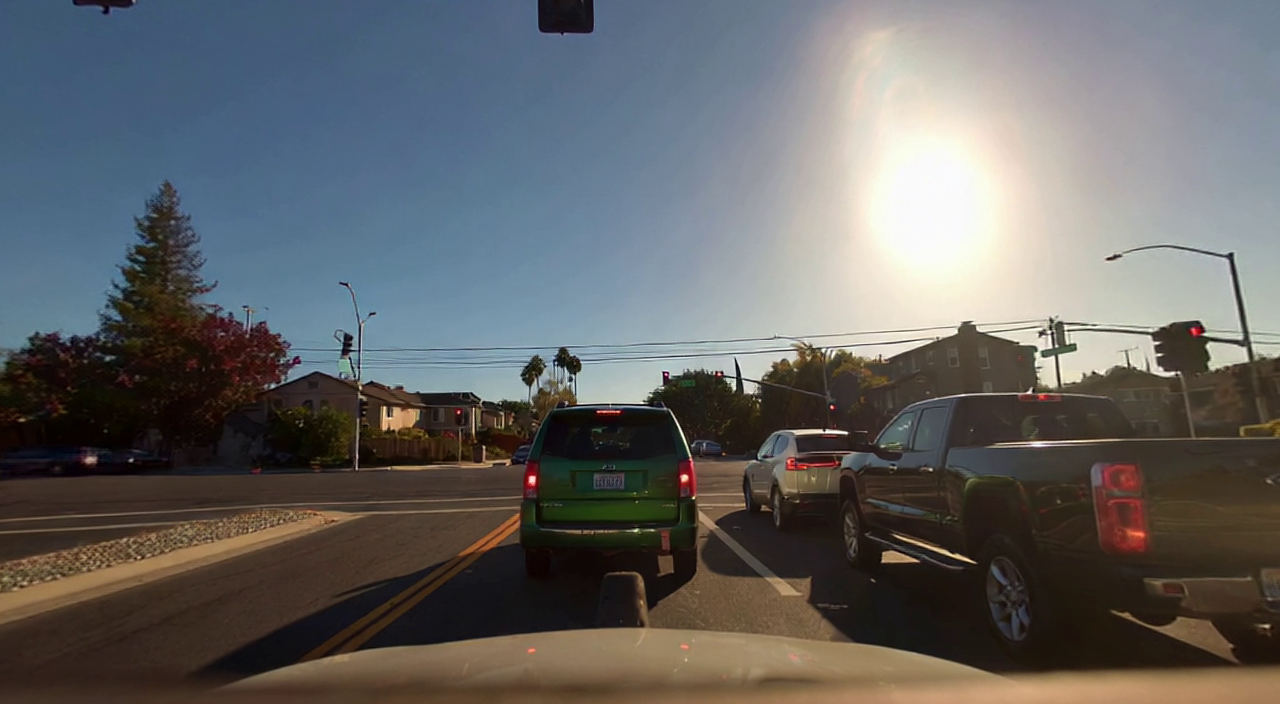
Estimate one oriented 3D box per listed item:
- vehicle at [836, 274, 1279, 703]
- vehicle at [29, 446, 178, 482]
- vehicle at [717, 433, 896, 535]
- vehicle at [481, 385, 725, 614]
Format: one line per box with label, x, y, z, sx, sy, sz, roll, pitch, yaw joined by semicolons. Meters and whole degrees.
vehicle;2.988;0.945;3.858;1.886;1.849;5.070;0;-8;-1
vehicle;-22.864;4.783;27.089;4.533;1.350;1.714;0;-8;-9
vehicle;2.725;2.264;11.530;1.952;1.465;4.421;0;-8;-1
vehicle;-0.226;1.403;6.736;1.915;1.780;3.379;-1;-8;2
